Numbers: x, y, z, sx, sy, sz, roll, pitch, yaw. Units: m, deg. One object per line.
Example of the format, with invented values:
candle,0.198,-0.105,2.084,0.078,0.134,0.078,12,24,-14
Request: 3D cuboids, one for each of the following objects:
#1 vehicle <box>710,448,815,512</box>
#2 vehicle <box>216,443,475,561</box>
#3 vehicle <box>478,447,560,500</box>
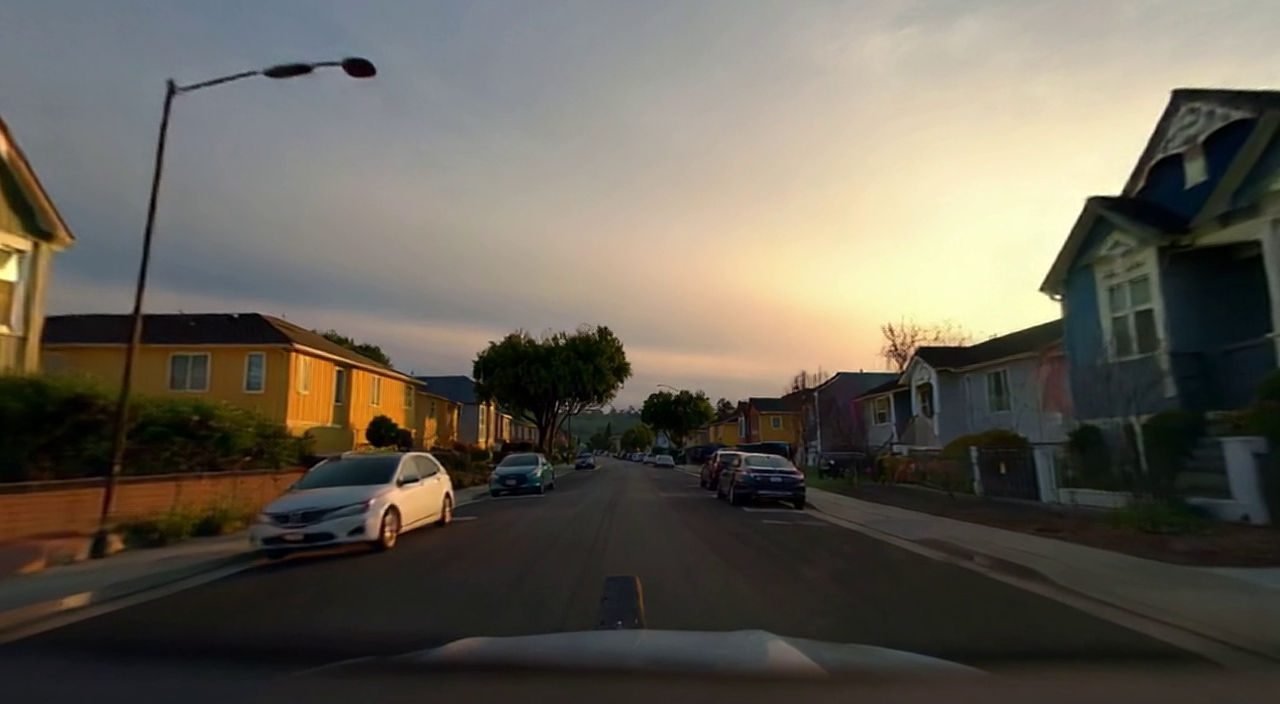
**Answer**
vehicle,3.143,3.355,17.095,1.888,1.484,4.476,0,-9,-1
vehicle,-4.445,2.311,10.709,2.020,1.470,5.300,0,-9,-2
vehicle,-4.150,4.222,22.385,2.089,1.508,4.537,2,-7,-1
